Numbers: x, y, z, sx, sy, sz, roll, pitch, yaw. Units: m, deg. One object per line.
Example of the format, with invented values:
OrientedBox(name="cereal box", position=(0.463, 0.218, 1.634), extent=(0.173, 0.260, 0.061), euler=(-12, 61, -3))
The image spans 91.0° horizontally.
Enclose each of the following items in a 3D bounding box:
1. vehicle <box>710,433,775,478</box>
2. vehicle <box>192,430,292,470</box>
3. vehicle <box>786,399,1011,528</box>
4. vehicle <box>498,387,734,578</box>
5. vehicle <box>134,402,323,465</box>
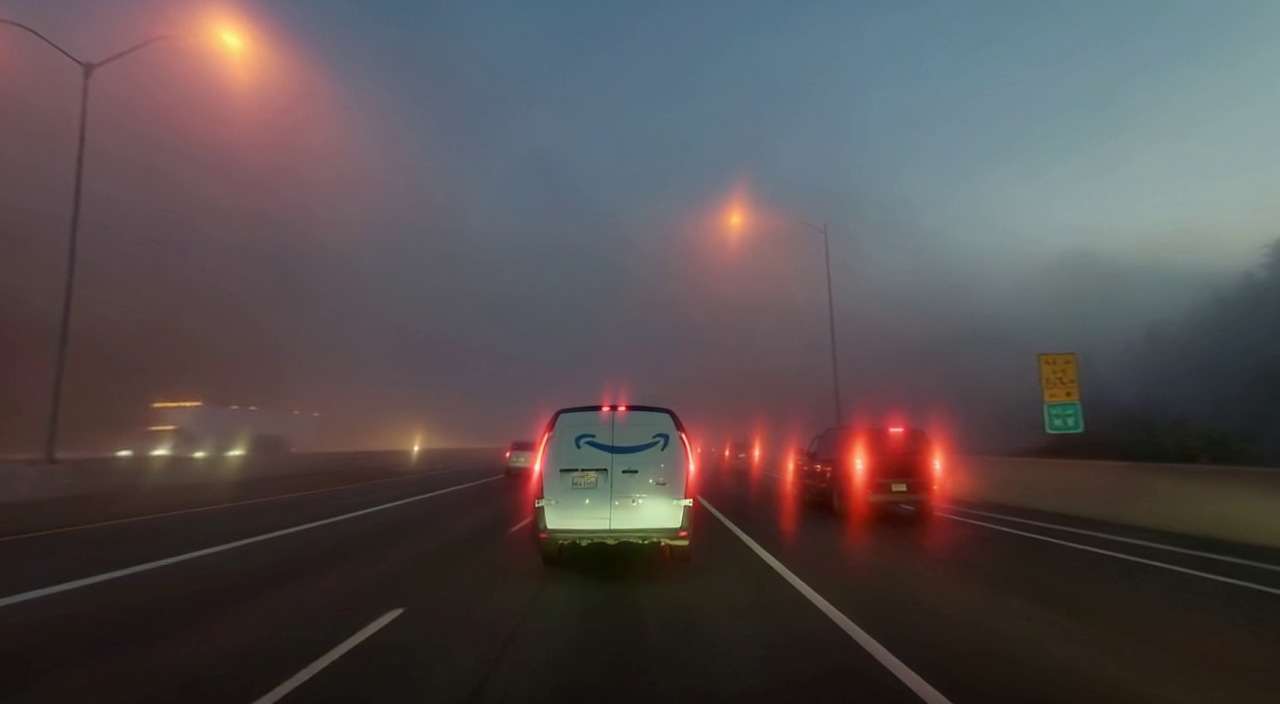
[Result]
OrientedBox(name="vehicle", position=(4.238, 4.375, 26.788), extent=(2.064, 1.720, 4.416), euler=(0, -9, 0))
OrientedBox(name="vehicle", position=(-16.088, 3.986, 25.668), extent=(1.619, 1.467, 3.619), euler=(0, -8, 1))
OrientedBox(name="vehicle", position=(4.696, 2.148, 12.635), extent=(2.179, 1.999, 5.331), euler=(1, -9, -1))
OrientedBox(name="vehicle", position=(-0.181, 1.586, 8.371), extent=(2.287, 1.823, 4.369), euler=(0, -9, 1))
OrientedBox(name="vehicle", position=(-29.448, 6.257, 47.000), extent=(2.891, 3.833, 16.639), euler=(0, -9, 0))
